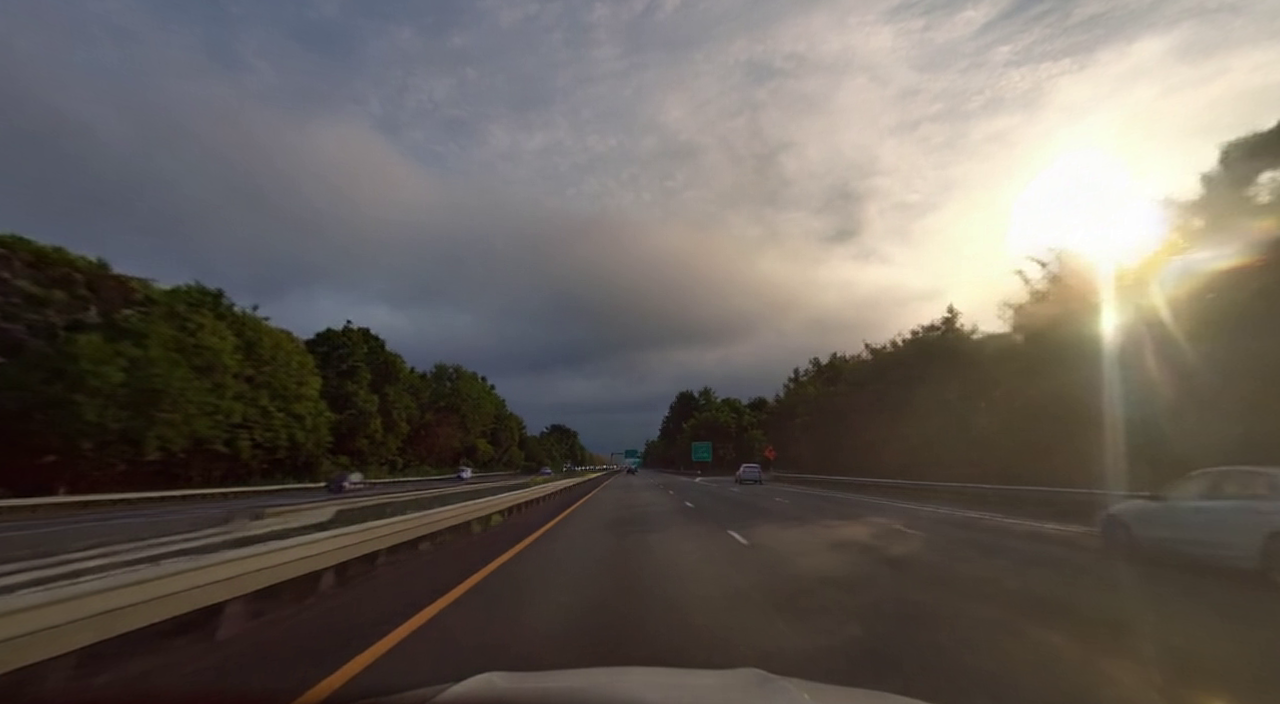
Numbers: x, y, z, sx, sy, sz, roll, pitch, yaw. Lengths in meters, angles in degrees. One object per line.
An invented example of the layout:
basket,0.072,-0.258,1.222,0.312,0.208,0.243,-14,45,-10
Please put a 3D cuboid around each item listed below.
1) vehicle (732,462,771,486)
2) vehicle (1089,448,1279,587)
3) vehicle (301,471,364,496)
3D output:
vehicle,7.814,8.620,44.698,1.951,1.566,4.616,1,-10,0
vehicle,7.906,1.900,7.374,2.024,1.476,4.352,1,-10,-1
vehicle,-20.067,8.581,41.257,1.795,1.513,3.900,-1,-10,7
